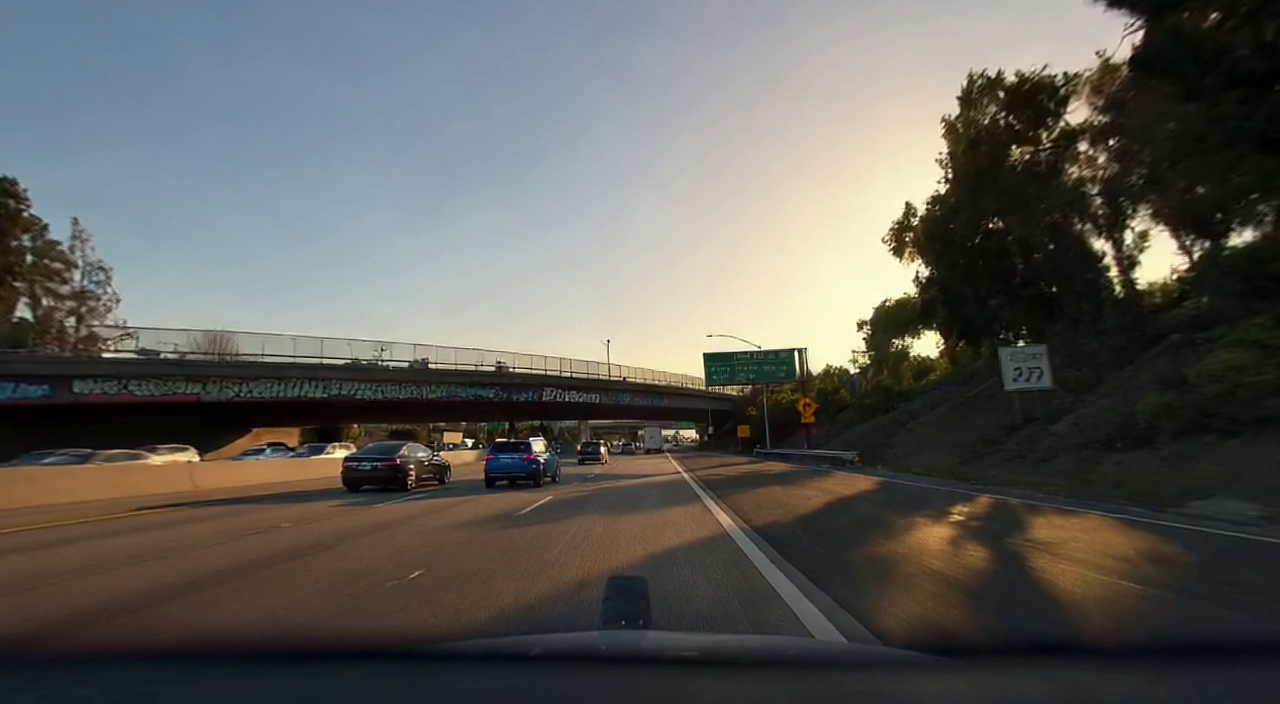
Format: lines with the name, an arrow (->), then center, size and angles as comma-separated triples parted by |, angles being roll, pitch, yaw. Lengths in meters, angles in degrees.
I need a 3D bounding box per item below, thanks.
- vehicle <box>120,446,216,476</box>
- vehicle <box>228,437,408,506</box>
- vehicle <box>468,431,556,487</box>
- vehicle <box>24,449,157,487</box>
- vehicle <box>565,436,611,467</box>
vehicle -> -28.997, 6.689, 38.771 | 2.204, 1.670, 4.760 | 0, -8, 0
vehicle -> -7.705, 2.875, 15.685 | 1.917, 1.449, 4.727 | 0, -8, 1
vehicle -> -4.086, 3.484, 20.676 | 1.969, 1.633, 3.962 | 0, -8, 1
vehicle -> -23.578, 4.954, 27.199 | 1.794, 1.458, 4.269 | 0, -8, 2
vehicle -> -2.940, 5.737, 36.339 | 2.154, 1.693, 4.394 | 0, -8, 1
